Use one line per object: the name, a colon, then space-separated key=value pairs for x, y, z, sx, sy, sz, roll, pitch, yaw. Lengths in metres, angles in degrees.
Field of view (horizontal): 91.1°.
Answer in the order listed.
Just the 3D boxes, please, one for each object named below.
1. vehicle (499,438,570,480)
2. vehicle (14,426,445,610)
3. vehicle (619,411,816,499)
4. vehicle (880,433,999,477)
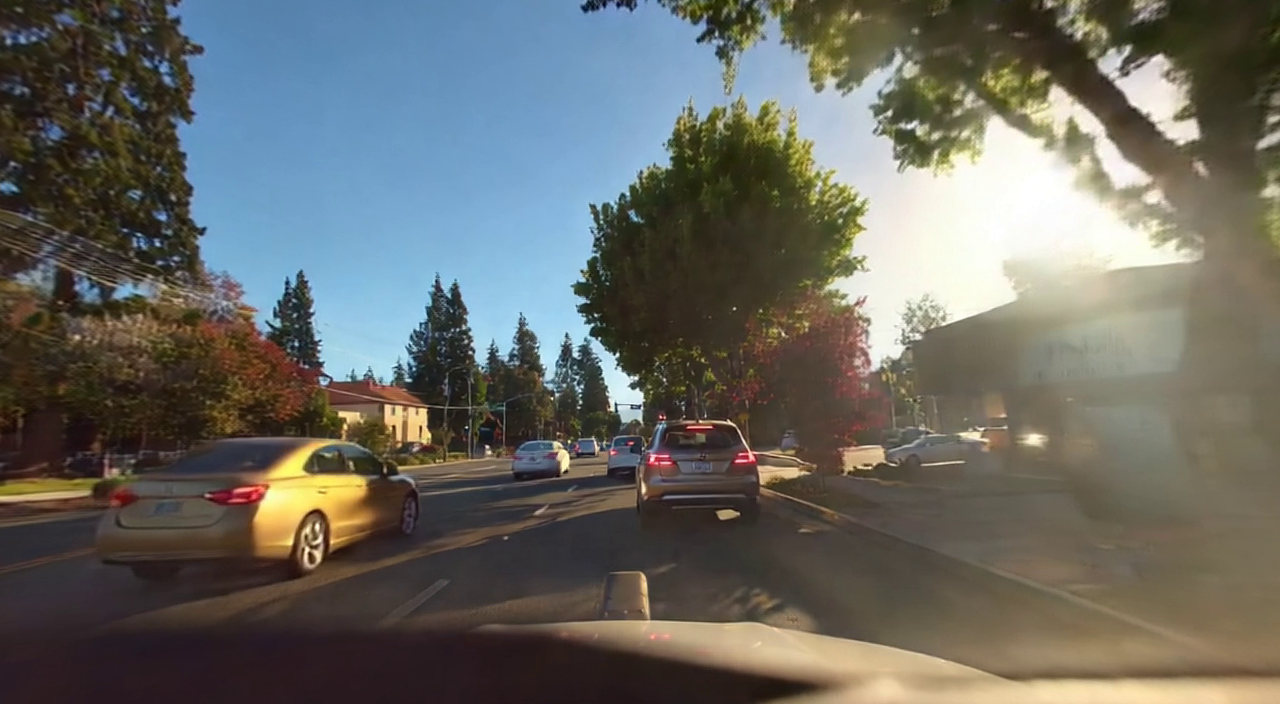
vehicle: x=-3.971 y=4.088 z=24.372 sx=2.042 sy=1.470 sz=4.123 roll=0 pitch=-8 yaw=0
vehicle: x=-4.002 y=1.659 z=7.273 sx=2.026 sy=1.466 sz=4.282 roll=0 pitch=-8 yaw=1
vehicle: x=1.904 y=2.629 z=16.332 sx=4.642 sy=1.955 sz=2.052 roll=-6 pitch=-10 yaw=37
vehicle: x=12.309 y=4.258 z=25.955 sx=3.871 sy=1.525 sz=1.835 roll=-3 pitch=-9 yaw=0
